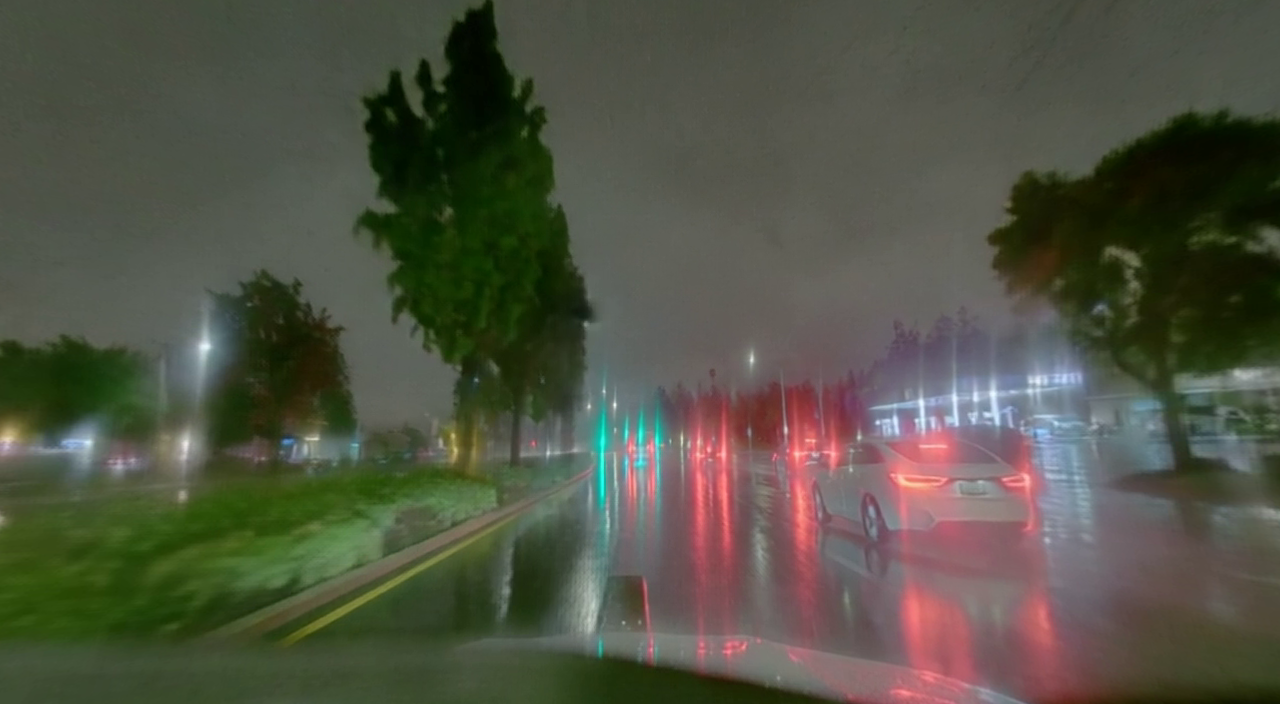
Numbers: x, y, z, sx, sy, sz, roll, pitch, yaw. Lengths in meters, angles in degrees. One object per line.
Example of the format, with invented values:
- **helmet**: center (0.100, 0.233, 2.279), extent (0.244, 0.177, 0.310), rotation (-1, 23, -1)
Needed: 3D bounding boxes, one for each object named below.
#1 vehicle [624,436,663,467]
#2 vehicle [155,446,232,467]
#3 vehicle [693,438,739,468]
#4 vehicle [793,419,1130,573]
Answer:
- **vehicle**: center (0.182, 5.814, 36.667), extent (2.172, 1.694, 4.055), rotation (0, -8, 0)
- **vehicle**: center (-34.137, 7.961, 48.031), extent (4.595, 1.533, 1.853), rotation (-1, -9, 5)
- **vehicle**: center (4.156, 5.614, 35.073), extent (1.980, 1.515, 4.362), rotation (0, -8, -1)
- **vehicle**: center (3.770, 1.782, 8.653), extent (2.119, 1.509, 4.756), rotation (0, -9, 0)
